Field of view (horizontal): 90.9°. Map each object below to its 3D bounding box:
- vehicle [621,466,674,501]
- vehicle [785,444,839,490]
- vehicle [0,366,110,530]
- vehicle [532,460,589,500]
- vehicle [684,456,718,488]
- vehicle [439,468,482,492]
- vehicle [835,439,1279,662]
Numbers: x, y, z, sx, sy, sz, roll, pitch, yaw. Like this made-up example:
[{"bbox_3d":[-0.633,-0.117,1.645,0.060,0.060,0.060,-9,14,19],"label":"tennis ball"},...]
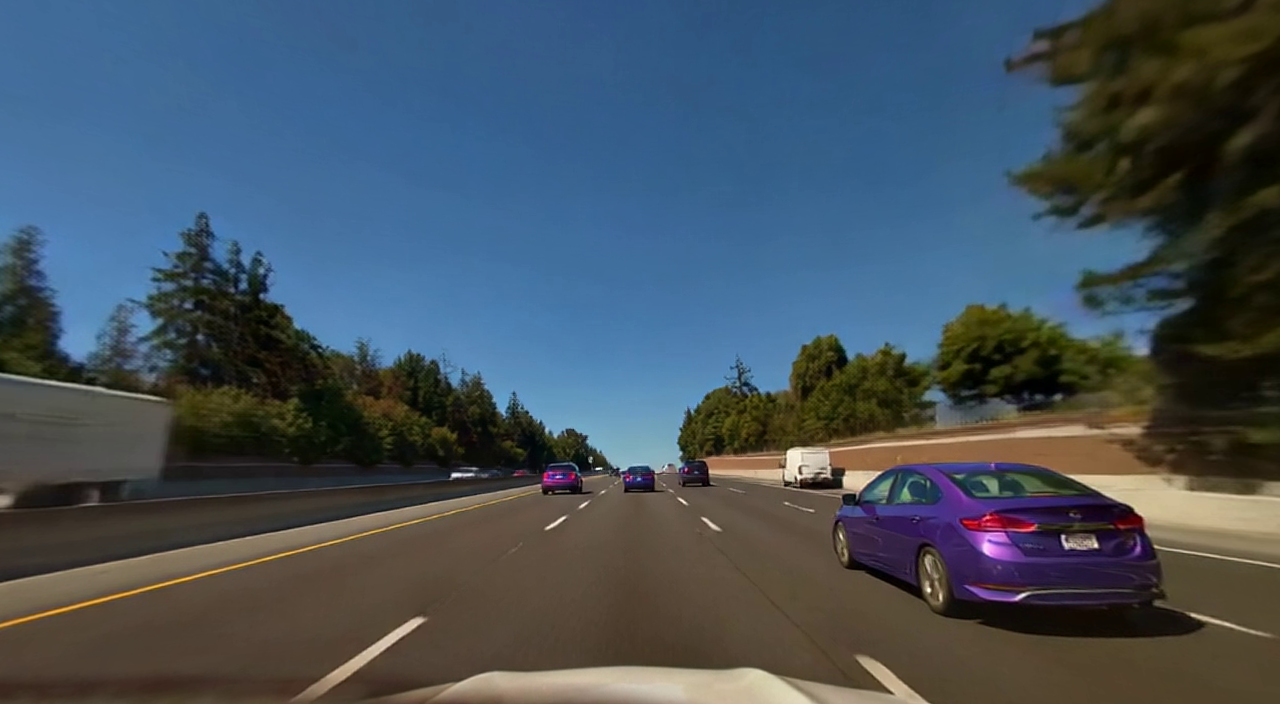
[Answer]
[{"bbox_3d":[0.356,5.944,28.692,2.241,1.425,3.973,0,-10,0],"label":"vehicle"},{"bbox_3d":[11.697,7.865,43.212,2.343,2.919,4.417,1,-10,-1],"label":"vehicle"},{"bbox_3d":[-16.150,1.816,12.324,2.875,3.702,9.671,0,-10,1],"label":"vehicle"},{"bbox_3d":[-3.654,5.981,29.624,2.021,1.706,4.247,0,-10,1],"label":"vehicle"},{"bbox_3d":[4.388,8.670,45.696,2.030,2.172,3.621,1,-10,-1],"label":"vehicle"},{"bbox_3d":[-13.268,9.497,46.868,1.921,1.633,4.323,0,-10,0],"label":"vehicle"},{"bbox_3d":[3.606,1.766,6.477,1.938,1.561,3.786,1,-10,-1],"label":"vehicle"}]
